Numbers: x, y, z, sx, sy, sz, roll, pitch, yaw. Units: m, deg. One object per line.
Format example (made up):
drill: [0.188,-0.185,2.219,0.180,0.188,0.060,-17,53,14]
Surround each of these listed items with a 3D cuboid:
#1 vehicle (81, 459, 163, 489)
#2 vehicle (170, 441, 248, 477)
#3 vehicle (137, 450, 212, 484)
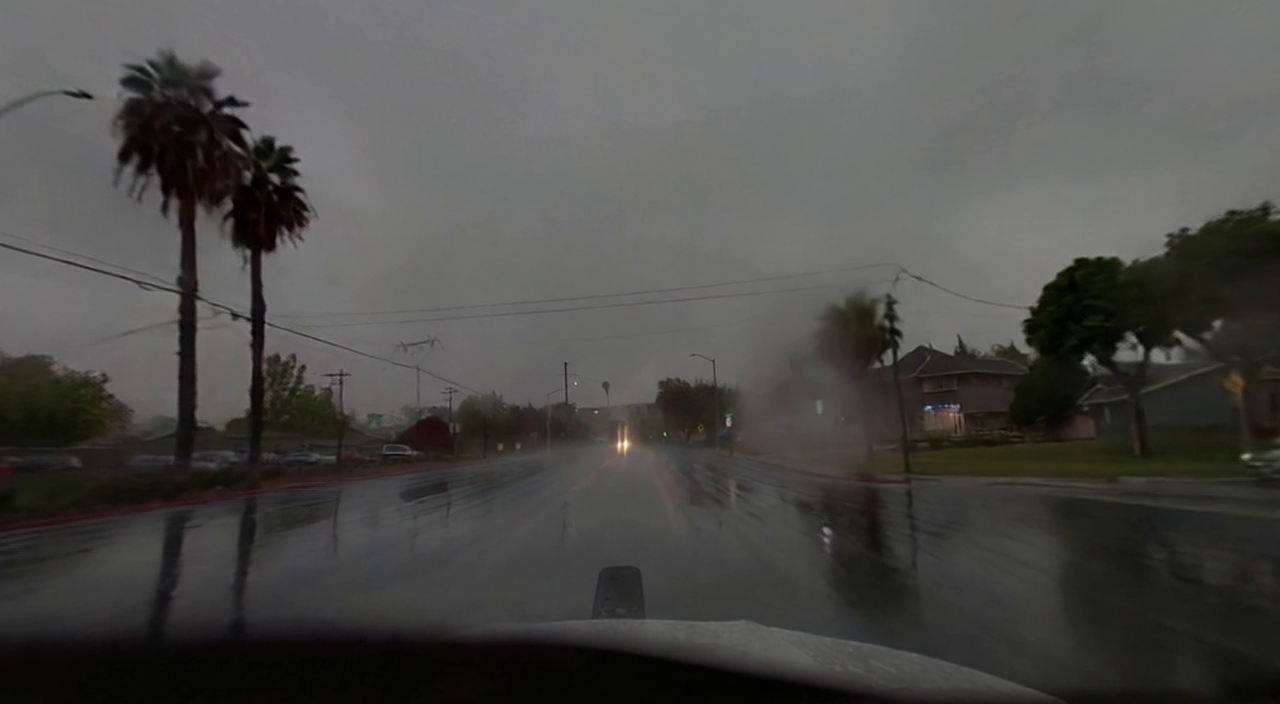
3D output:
vehicle: [-31.633,7.388,38.563,4.716,1.652,1.917,-4,-10,25]
vehicle: [-26.674,6.558,39.075,4.793,2.087,1.929,-5,-9,30]
vehicle: [-26.573,6.559,36.027,4.270,1.690,1.978,-7,-8,32]
